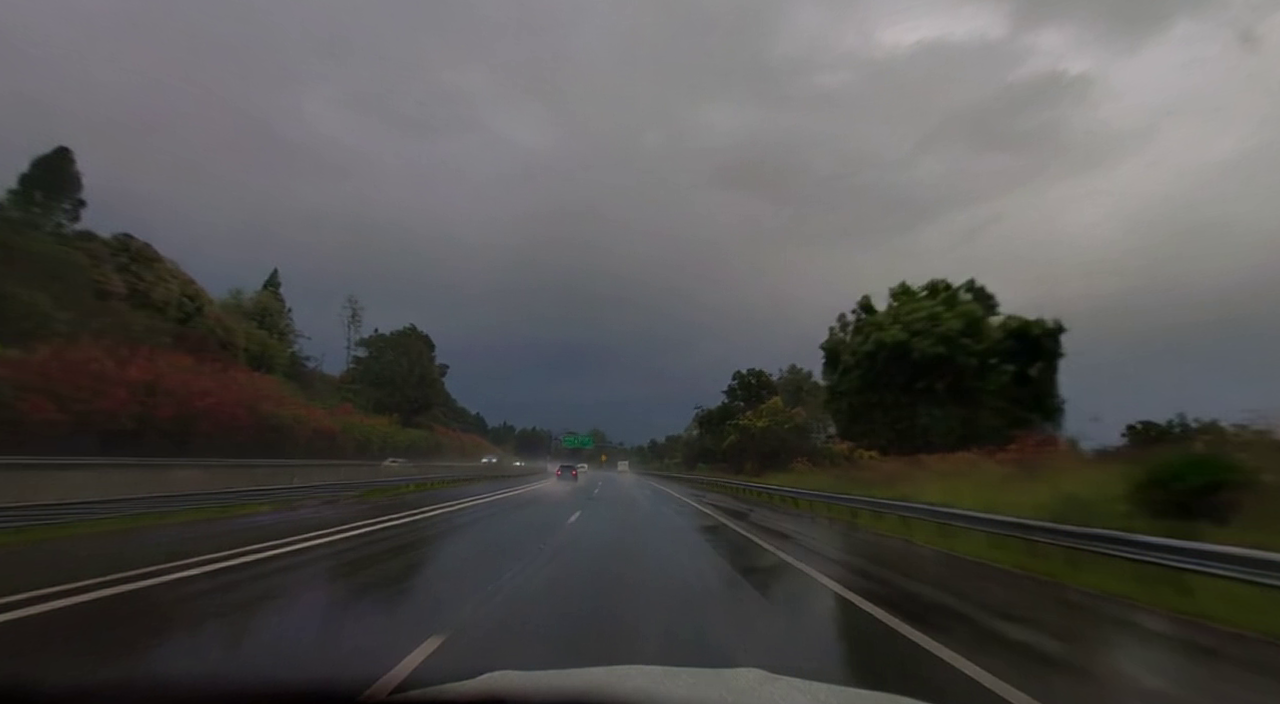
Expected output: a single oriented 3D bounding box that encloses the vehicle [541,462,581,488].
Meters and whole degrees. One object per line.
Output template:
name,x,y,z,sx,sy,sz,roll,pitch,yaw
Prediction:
vehicle,-4.954,7.835,40.241,2.115,1.546,4.638,1,-10,-2
